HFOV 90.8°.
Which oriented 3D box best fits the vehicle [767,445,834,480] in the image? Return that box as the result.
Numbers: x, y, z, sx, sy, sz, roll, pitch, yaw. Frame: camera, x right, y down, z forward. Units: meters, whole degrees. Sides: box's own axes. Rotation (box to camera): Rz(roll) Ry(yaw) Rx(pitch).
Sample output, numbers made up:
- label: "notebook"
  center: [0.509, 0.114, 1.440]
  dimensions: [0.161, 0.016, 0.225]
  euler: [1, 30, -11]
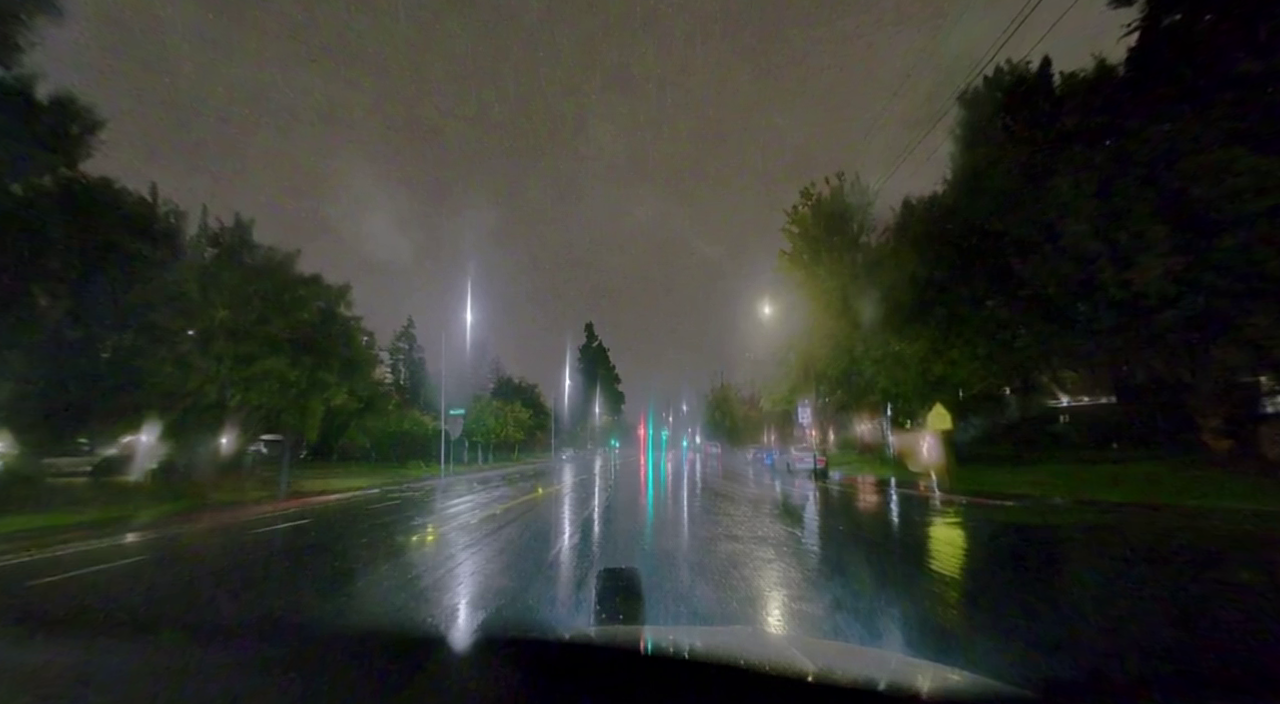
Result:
- label: "vehicle"
  center: [7.256, 5.022, 29.067]
  dimensions: [1.940, 1.481, 4.650]
  euler: [0, -9, 1]
